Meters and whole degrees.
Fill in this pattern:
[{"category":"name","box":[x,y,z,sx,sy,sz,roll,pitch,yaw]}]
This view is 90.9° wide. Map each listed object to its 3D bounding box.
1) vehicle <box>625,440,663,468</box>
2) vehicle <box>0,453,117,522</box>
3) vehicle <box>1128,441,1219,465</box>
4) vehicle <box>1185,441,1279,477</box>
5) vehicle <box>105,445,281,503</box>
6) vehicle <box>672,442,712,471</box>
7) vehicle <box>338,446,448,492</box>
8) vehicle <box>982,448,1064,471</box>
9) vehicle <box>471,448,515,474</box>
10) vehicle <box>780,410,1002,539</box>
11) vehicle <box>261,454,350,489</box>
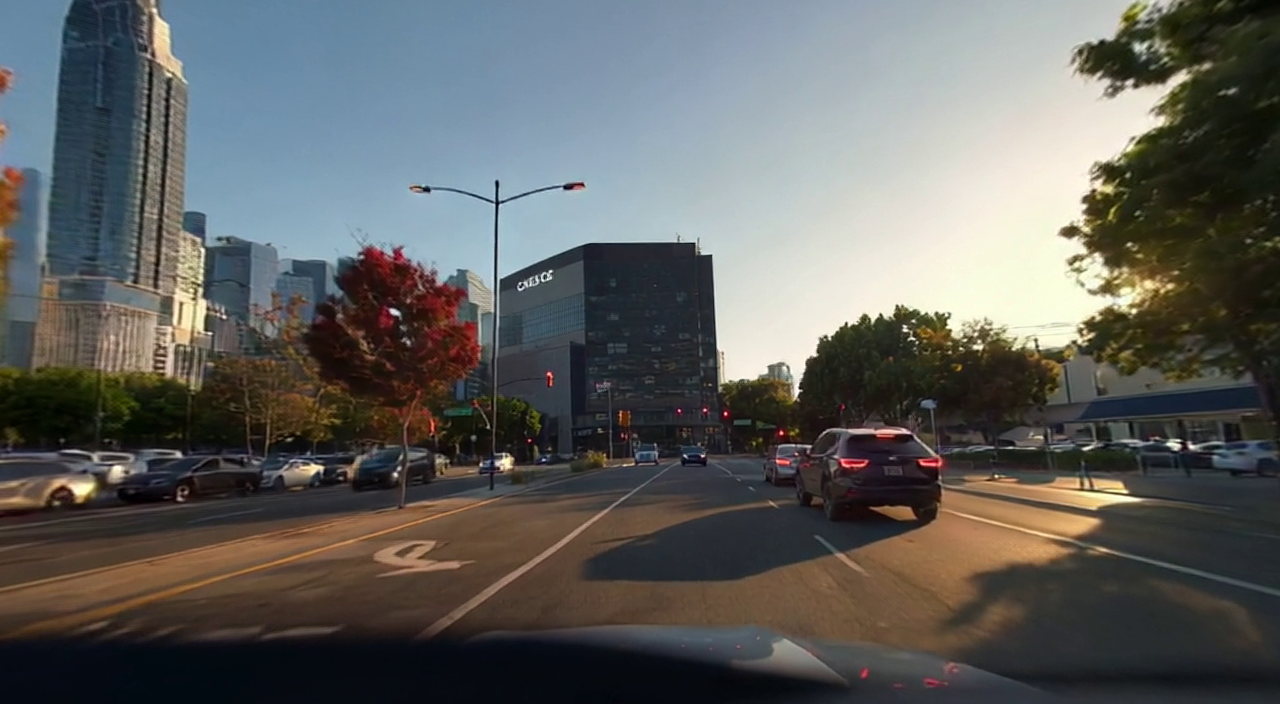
[{"category":"vehicle","box":[0.319,6.660,41.233,2.057,1.678,4.639,-1,-8,6]},{"category":"vehicle","box":[-16.260,3.388,15.899,1.937,1.605,4.531,-1,-8,5]},{"category":"vehicle","box":[39.846,7.525,47.151,4.775,1.529,1.992,-3,-8,6]},{"category":"vehicle","box":[28.200,4.780,28.217,2.043,1.496,5.210,3,-10,-22]},{"category":"vehicle","box":[-16.281,4.423,23.507,2.200,1.884,5.653,-1,-8,3]},{"category":"vehicle","box":[2.903,5.741,34.696,2.059,1.477,3.988,-1,-8,6]},{"category":"vehicle","box":[-9.257,4.386,24.097,2.047,1.572,4.472,-1,-8,6]},{"category":"vehicle","box":[26.351,7.388,43.470,4.361,1.429,1.843,0,-9,10]},{"category":"vehicle","box":[-8.978,6.687,38.860,1.884,1.456,4.356,0,-8,-3]},{"category":"vehicle","box":[4.089,2.100,11.449,2.282,1.797,4.924,-1,-8,4]},{"category":"vehicle","box":[-15.876,5.654,30.207,1.804,1.437,4.560,0,-8,-1]}]
